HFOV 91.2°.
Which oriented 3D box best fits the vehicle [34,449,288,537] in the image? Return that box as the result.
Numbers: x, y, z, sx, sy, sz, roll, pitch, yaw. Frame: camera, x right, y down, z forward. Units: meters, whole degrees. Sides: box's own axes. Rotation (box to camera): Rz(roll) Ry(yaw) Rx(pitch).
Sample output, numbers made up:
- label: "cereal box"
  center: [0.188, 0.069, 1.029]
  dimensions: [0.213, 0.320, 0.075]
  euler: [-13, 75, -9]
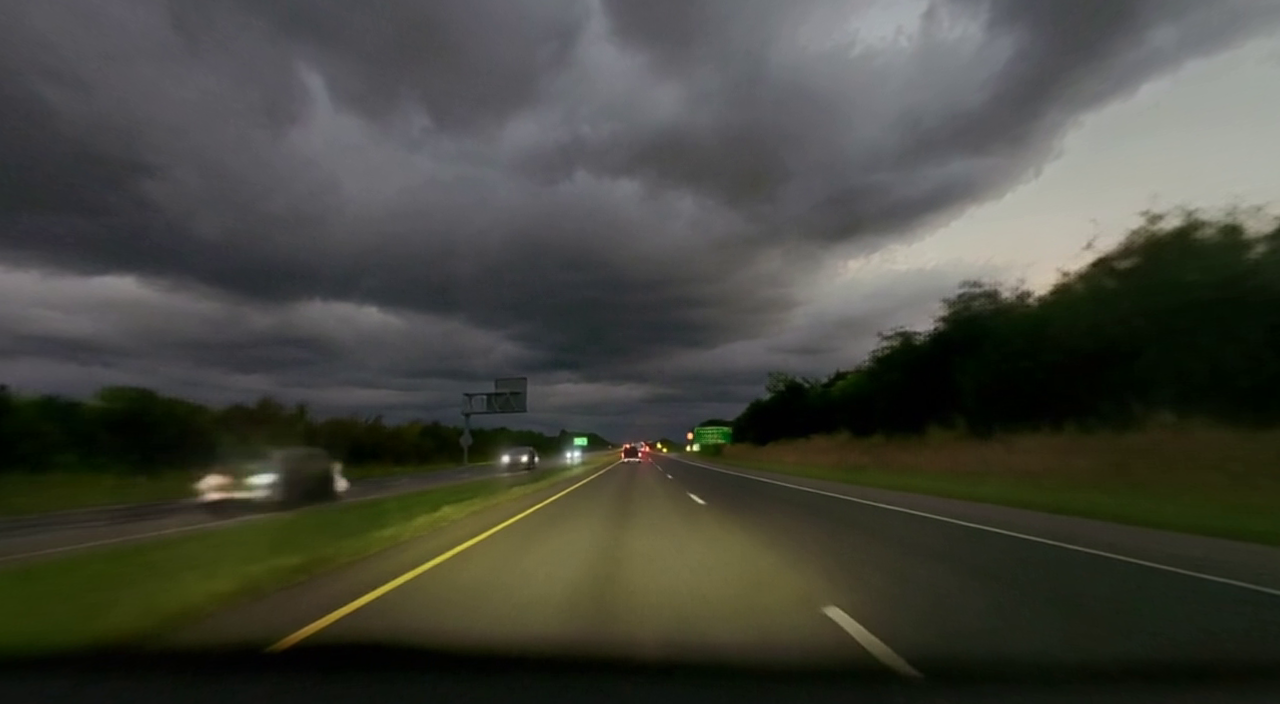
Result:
- label: "vehicle"
  center: [-9.644, 2.816, 13.221]
  dimensions: [1.868, 1.511, 4.410]
  euler: [0, -9, 0]

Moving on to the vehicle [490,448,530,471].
- label: "vehicle"
  center: [-9.683, 8.013, 47.043]
  dimensions: [2.016, 1.620, 4.735]
  euler: [0, -9, 0]
